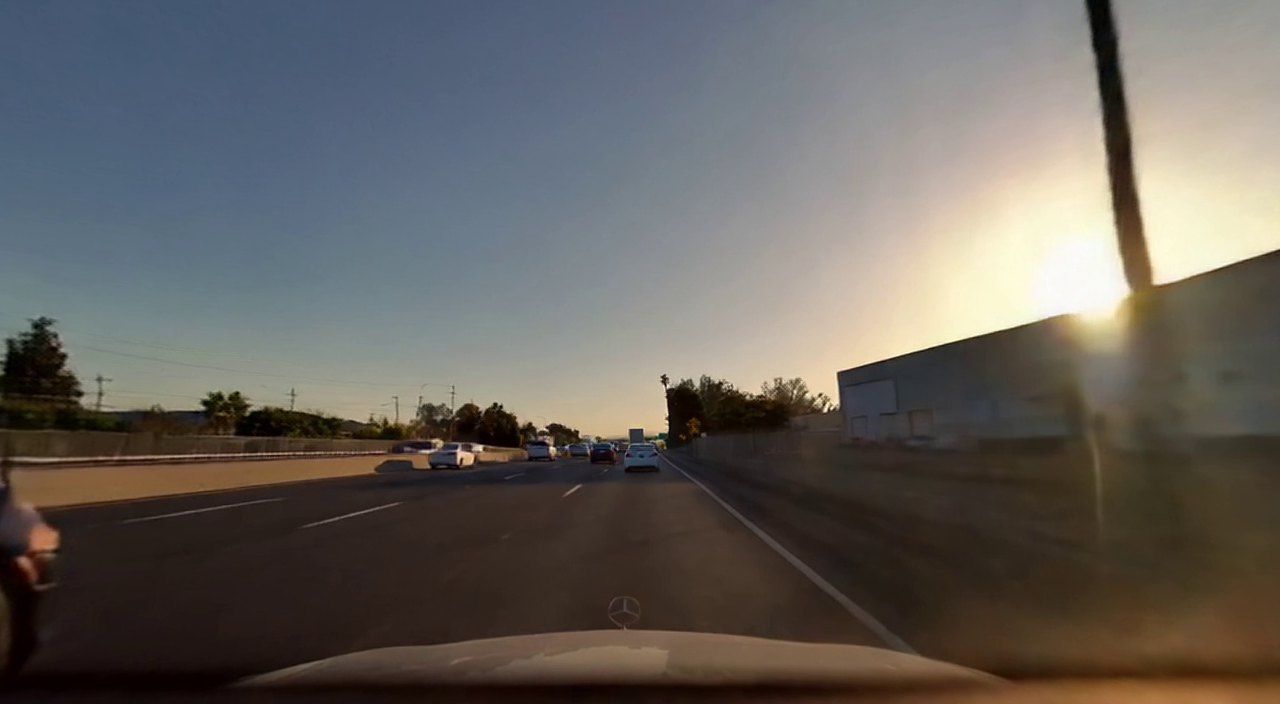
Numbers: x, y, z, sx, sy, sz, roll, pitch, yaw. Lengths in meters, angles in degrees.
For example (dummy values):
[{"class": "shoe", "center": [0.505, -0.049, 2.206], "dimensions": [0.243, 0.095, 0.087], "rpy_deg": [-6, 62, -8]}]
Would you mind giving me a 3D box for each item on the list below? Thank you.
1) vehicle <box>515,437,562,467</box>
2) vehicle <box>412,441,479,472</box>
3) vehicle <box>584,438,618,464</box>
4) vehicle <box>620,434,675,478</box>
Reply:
[{"class": "vehicle", "center": [-6.393, 6.333, 40.176], "dimensions": [2.105, 1.790, 4.689], "rpy_deg": [-1, -8, 2]}, {"class": "vehicle", "center": [-10.383, 5.596, 34.117], "dimensions": [1.910, 1.501, 5.004], "rpy_deg": [-1, -8, 2]}, {"class": "vehicle", "center": [-2.908, 7.427, 47.525], "dimensions": [2.108, 1.832, 4.549], "rpy_deg": [-1, -8, 2]}, {"class": "vehicle", "center": [0.313, 4.336, 26.568], "dimensions": [2.136, 1.678, 4.052], "rpy_deg": [0, -8, 1]}]
